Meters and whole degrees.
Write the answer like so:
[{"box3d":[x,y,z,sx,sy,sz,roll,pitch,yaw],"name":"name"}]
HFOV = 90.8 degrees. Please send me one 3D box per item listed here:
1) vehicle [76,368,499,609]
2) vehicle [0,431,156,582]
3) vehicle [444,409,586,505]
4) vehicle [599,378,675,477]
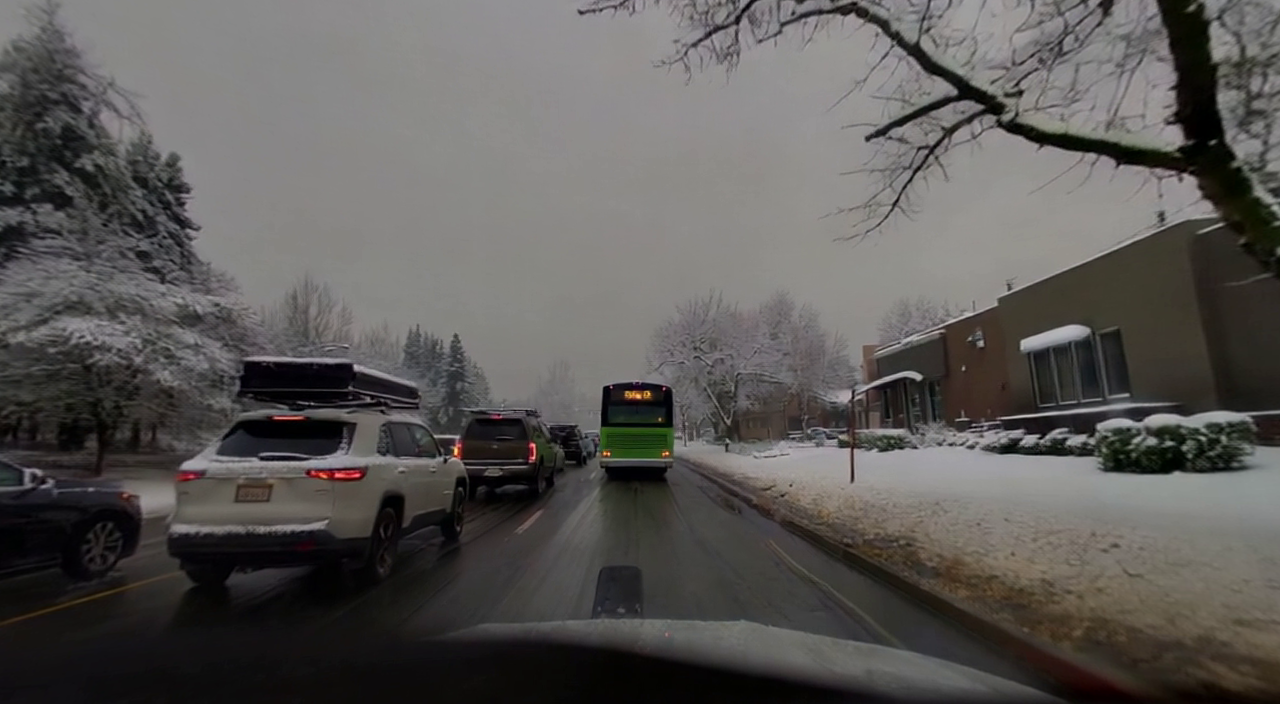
[{"box3d":[-3.346,1.453,7.573,2.095,1.892,5.043,0,-9,1],"name":"vehicle"},{"box3d":[-7.298,1.477,5.932,1.986,1.473,4.465,0,-9,-1],"name":"vehicle"},{"box3d":[-3.035,2.779,17.045,2.546,2.125,5.869,0,-9,1],"name":"vehicle"},{"box3d":[-0.081,3.879,31.021,2.970,3.857,12.200,0,-9,0],"name":"vehicle"}]
